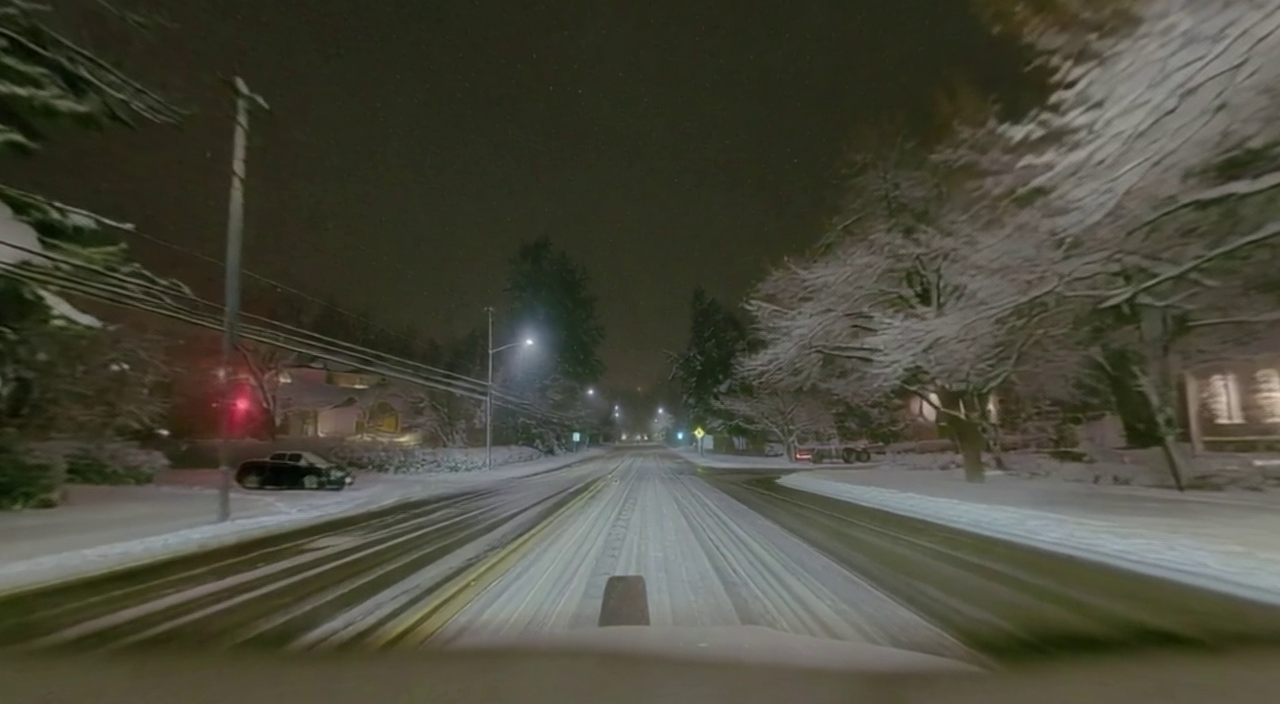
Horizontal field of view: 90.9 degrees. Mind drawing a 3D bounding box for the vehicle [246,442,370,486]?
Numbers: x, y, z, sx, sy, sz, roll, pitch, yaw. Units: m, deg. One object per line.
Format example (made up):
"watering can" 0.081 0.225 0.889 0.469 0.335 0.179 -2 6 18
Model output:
"vehicle" -13.842 4.639 26.364 4.310 1.723 1.915 -2 -9 15
